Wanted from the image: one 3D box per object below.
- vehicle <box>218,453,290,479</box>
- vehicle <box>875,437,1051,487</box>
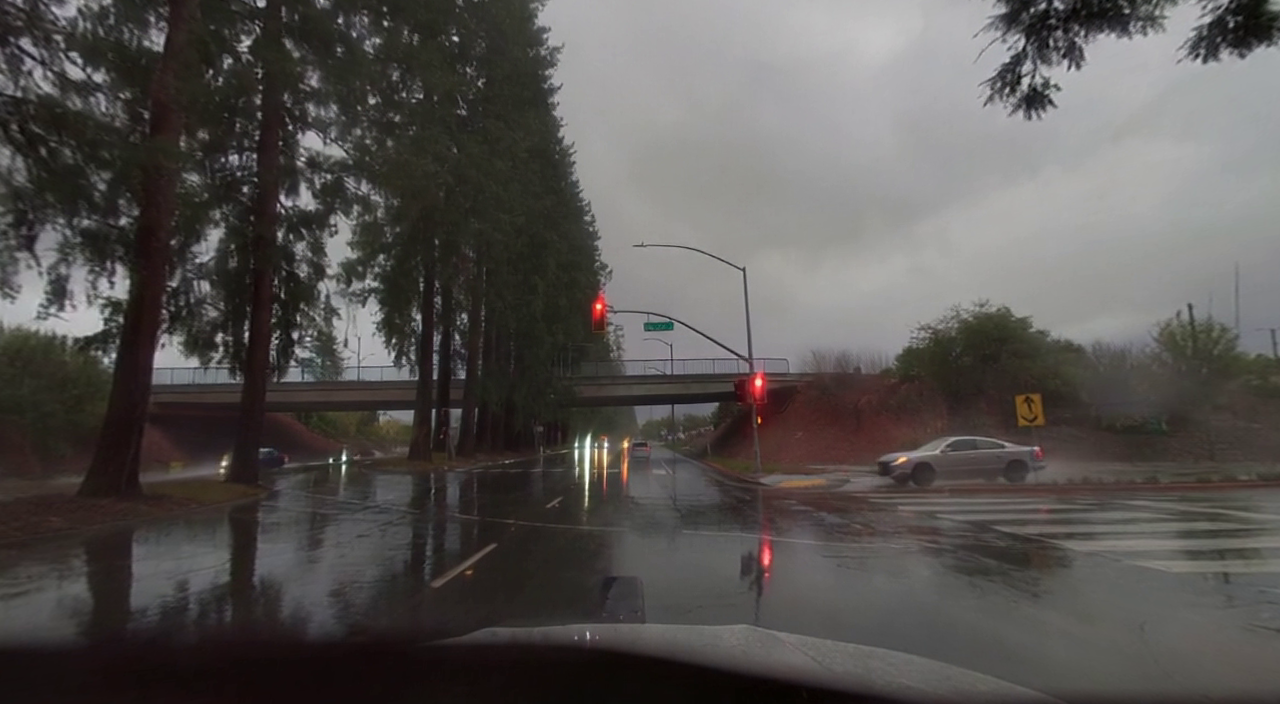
[{"bbox_3d":[-23.945,7.059,39.382,1.834,1.482,4.310,0,-9,0],"label":"vehicle"},{"bbox_3d":[10.191,3.467,20.094,4.691,1.466,1.800,1,-9,-7],"label":"vehicle"}]
